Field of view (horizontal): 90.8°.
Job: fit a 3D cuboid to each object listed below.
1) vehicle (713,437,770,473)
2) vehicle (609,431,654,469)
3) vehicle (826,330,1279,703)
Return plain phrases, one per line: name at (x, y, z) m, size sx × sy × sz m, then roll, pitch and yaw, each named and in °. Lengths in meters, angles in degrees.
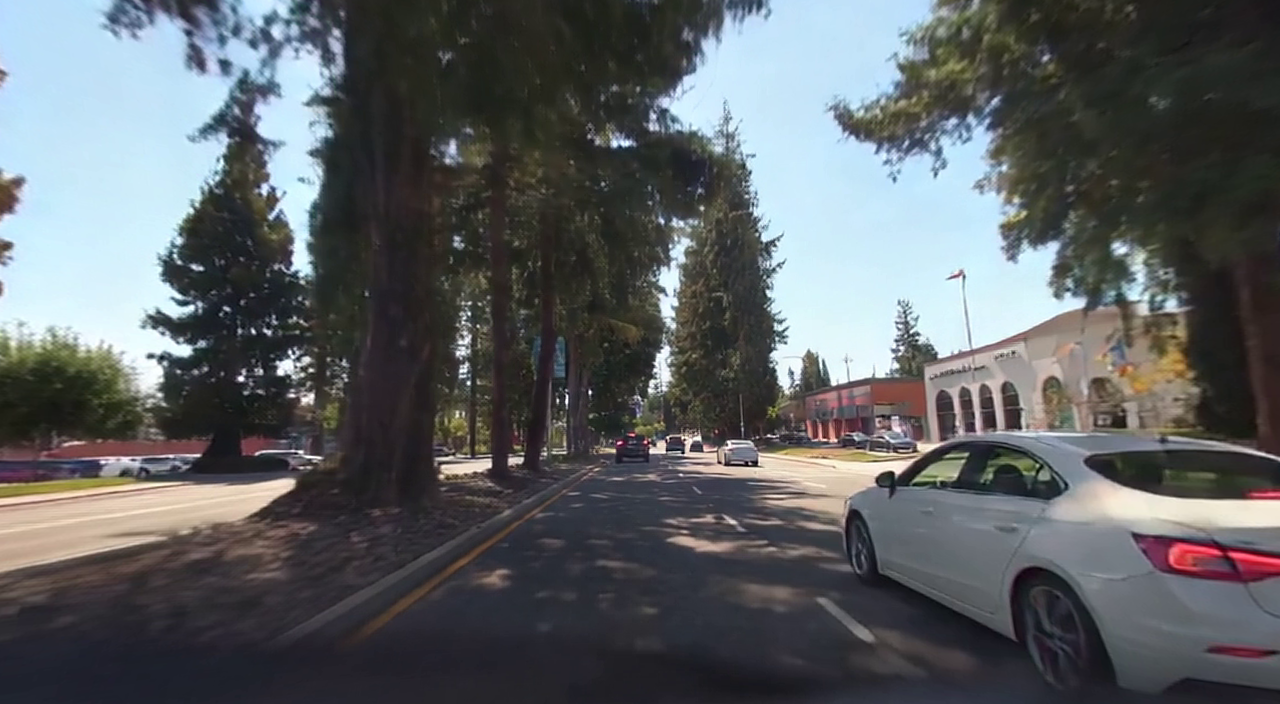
vehicle at (4.425, 4.566, 28.138) m, size 1.883 × 1.452 × 4.258 m, roll 0°, pitch -8°, yaw 1°
vehicle at (-0.417, 4.962, 32.227) m, size 2.106 × 1.798 × 4.168 m, roll 0°, pitch -8°, yaw 0°
vehicle at (3.032, 1.074, 4.236) m, size 2.153 × 1.658 × 4.485 m, roll 0°, pitch -8°, yaw -1°
